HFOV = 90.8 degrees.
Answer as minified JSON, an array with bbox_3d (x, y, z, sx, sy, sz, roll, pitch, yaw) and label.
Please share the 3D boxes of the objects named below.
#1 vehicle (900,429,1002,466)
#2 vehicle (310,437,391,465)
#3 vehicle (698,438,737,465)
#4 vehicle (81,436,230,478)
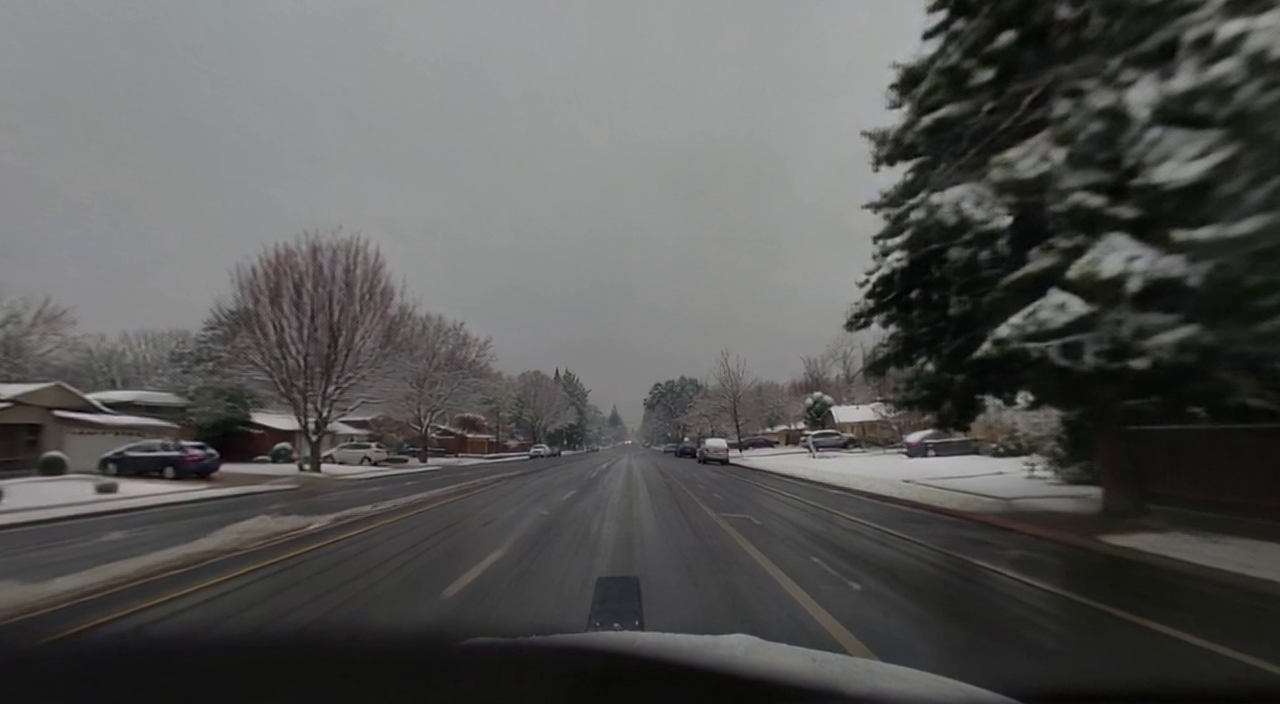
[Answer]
[{"bbox_3d":[15.445,4.756,31.538,4.010,1.751,1.922,-1,-8,3],"label":"vehicle"},{"bbox_3d":[-20.358,6.992,44.560,4.564,1.895,2.221,-1,-8,6],"label":"vehicle"},{"bbox_3d":[5.127,6.671,42.412,2.001,1.693,4.311,0,-8,-1],"label":"vehicle"},{"bbox_3d":[-21.944,4.773,28.813,4.889,1.822,2.159,0,-8,-2],"label":"vehicle"}]
